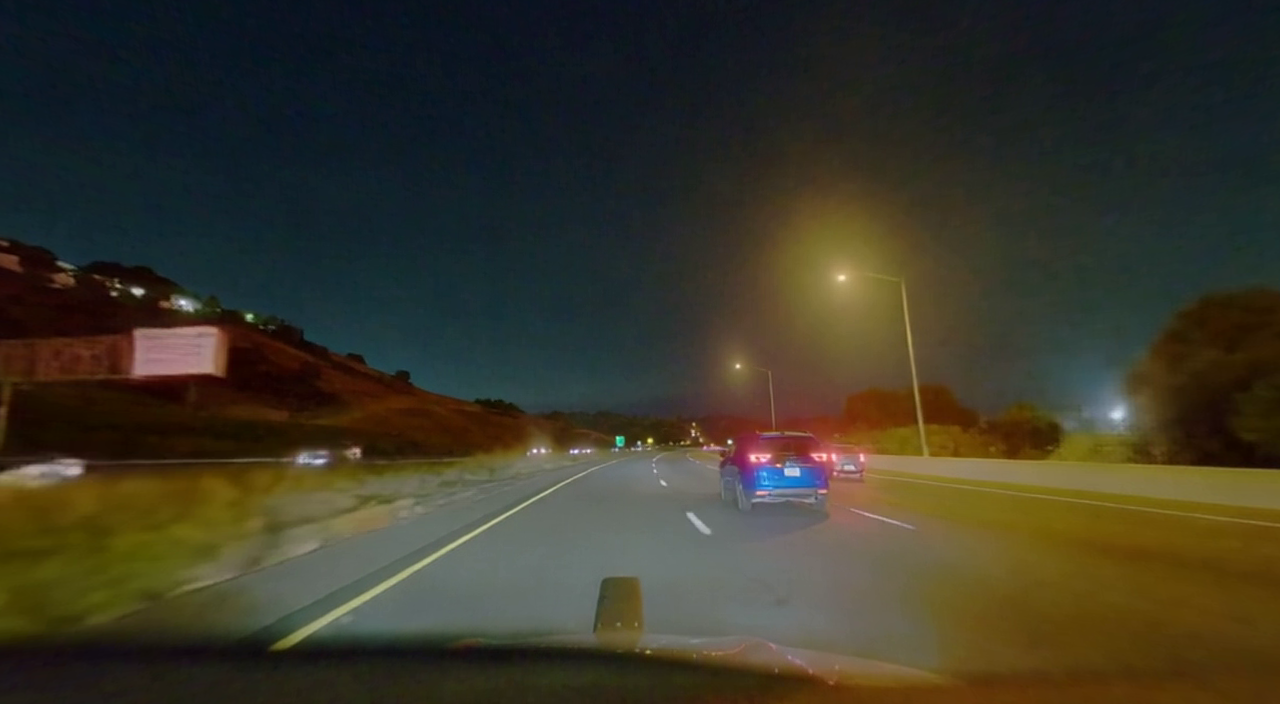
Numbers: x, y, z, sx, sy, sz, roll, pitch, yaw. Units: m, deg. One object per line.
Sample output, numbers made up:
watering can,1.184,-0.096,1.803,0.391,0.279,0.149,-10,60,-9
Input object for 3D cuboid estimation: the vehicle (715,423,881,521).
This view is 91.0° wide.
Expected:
vehicle,3.183,2.547,13.899,2.318,1.766,4.587,0,-9,-2

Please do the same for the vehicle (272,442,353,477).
vehicle,-18.756,6.169,36.344,2.051,1.830,4.693,0,-9,1
